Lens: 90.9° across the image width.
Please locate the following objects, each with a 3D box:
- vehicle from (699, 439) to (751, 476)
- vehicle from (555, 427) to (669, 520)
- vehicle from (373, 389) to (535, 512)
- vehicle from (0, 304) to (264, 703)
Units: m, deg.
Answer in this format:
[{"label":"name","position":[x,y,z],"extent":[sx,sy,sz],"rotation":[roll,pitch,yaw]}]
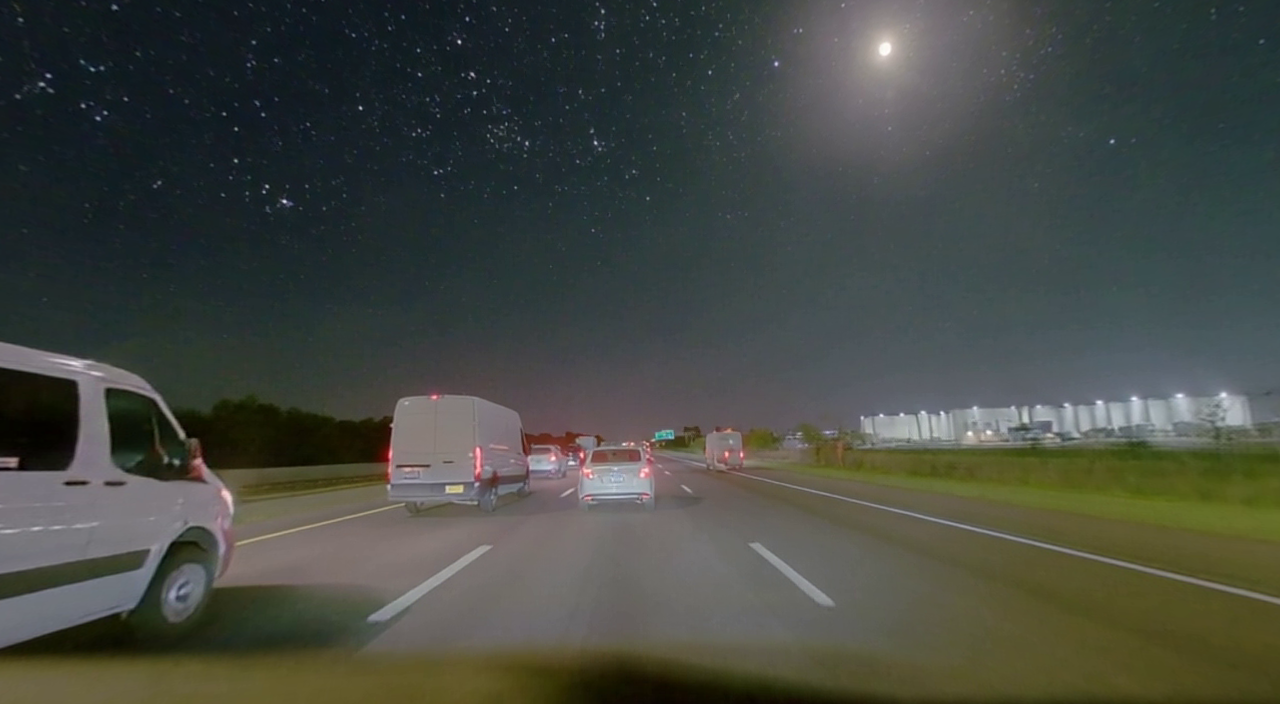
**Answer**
[{"label":"vehicle","position":[4.229,5.318,31.914],"extent":[2.003,1.754,4.134],"rotation":[0,-9,0]},{"label":"vehicle","position":[-0.513,2.554,13.607],"extent":[2.093,1.695,3.782],"rotation":[0,-9,0]},{"label":"vehicle","position":[-4.567,2.630,16.996],"extent":[2.248,2.626,6.837],"rotation":[0,-9,0]},{"label":"vehicle","position":[-4.001,0.661,2.281],"extent":[2.253,1.892,4.823],"rotation":[0,-9,0]}]
